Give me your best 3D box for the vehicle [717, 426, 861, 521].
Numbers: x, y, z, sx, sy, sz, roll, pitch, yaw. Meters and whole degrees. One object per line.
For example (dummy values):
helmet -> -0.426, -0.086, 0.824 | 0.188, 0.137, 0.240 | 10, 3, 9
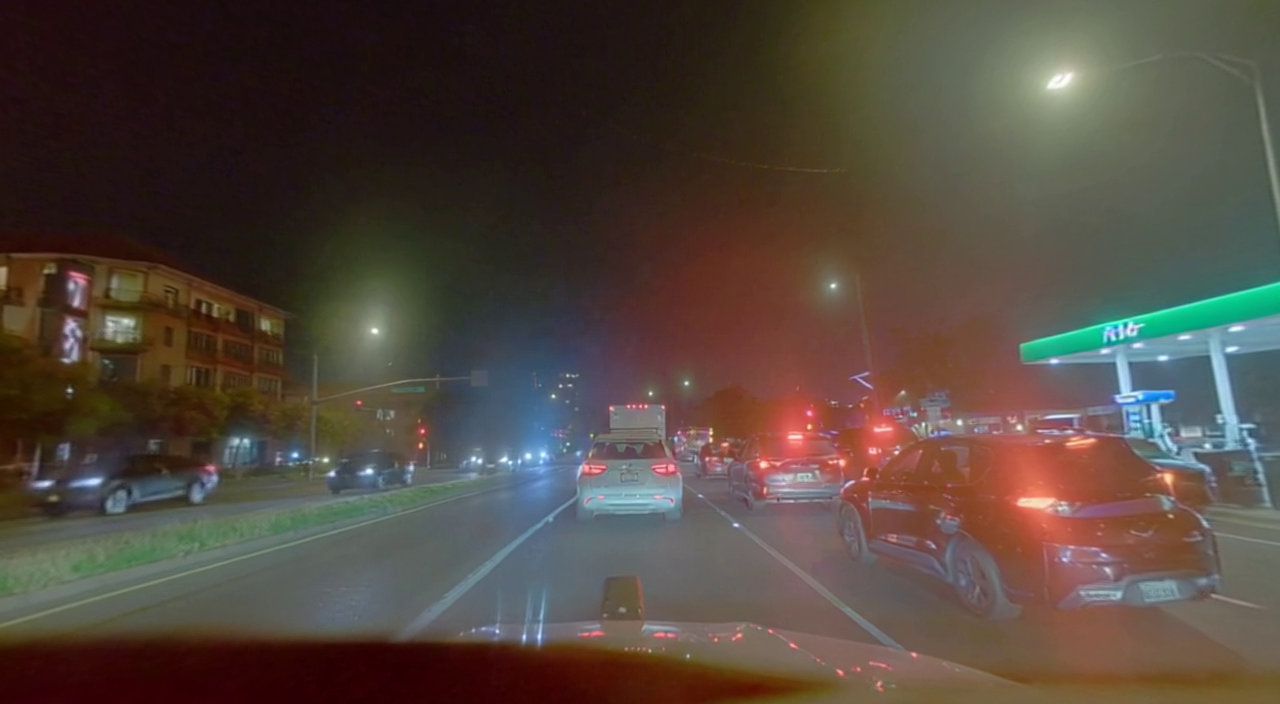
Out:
vehicle -> 2.928, 2.501, 13.456 | 1.995, 1.677, 4.106 | 0, -9, -1

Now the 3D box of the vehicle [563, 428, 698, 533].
vehicle -> -0.183, 2.289, 11.765 | 2.106, 1.613, 3.697 | 0, -9, -1

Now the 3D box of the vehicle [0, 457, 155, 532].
vehicle -> -14.357, 3.318, 15.179 | 1.883, 1.479, 4.471 | 0, -9, 0

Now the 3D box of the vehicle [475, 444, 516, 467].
vehicle -> -11.346, 8.164, 49.881 | 2.083, 1.719, 4.497 | -1, -9, 1

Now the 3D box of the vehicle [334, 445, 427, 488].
vehicle -> -11.062, 4.865, 27.337 | 2.055, 1.663, 4.637 | 0, -9, 0

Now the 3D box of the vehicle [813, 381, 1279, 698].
vehicle -> 3.325, 1.336, 5.720 | 2.056, 1.700, 4.399 | 0, -9, -3
